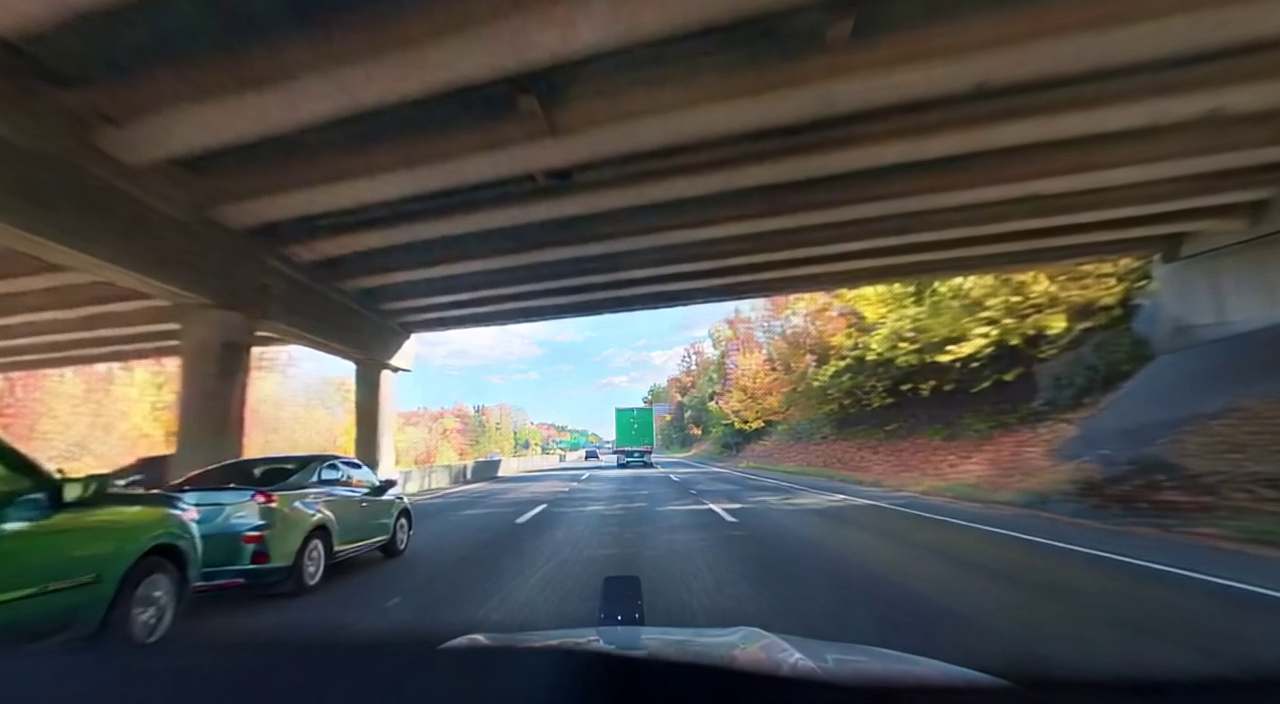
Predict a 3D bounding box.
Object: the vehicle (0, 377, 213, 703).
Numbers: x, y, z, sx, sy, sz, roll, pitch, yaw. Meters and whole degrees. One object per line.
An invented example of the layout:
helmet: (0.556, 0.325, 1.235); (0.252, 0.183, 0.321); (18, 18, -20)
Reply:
vehicle: (-3.893, 0.785, 1.968); (1.979, 1.587, 4.365); (0, -9, 0)
